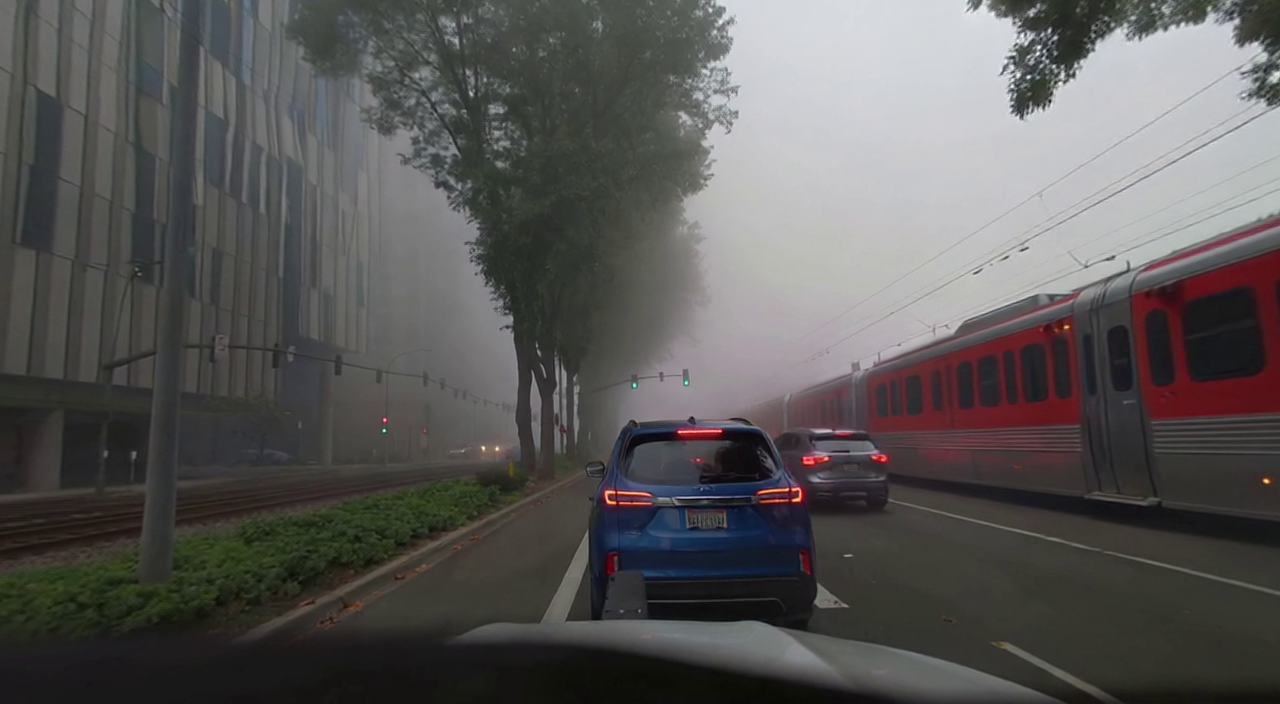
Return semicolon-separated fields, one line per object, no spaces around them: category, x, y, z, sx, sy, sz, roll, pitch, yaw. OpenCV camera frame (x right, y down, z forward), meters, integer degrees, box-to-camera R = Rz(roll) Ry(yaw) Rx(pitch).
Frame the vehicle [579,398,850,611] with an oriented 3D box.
vehicle;0.489;1.527;7.183;2.190;1.684;4.084;0;-9;-3
